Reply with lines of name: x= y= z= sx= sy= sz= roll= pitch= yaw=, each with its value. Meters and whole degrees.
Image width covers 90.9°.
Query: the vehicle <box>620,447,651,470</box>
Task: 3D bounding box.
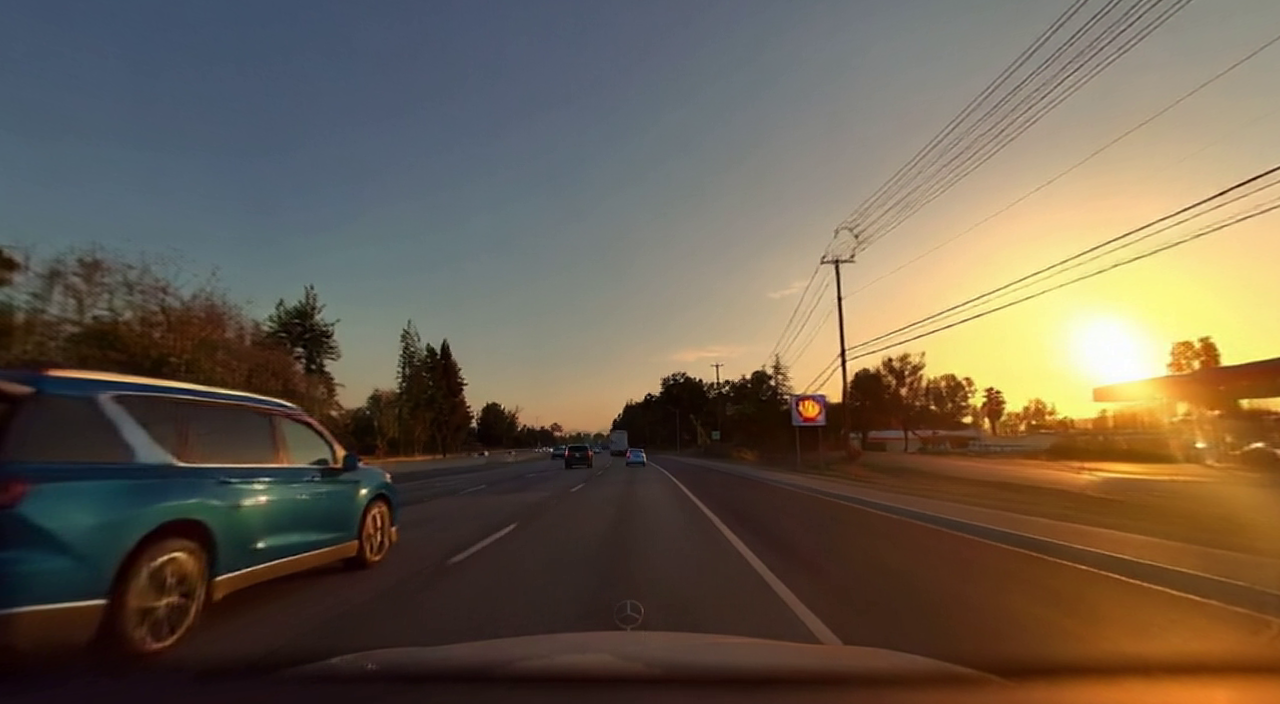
vehicle: x=-0.350 y=7.436 z=44.412 sx=1.982 sy=1.524 sz=3.800 roll=1 pitch=-8 yaw=-3

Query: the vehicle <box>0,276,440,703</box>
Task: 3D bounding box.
vehicle: x=-3.966 y=1.050 z=4.792 sx=2.694 sy=2.081 sz=6.099 roll=0 pitch=-8 yaw=2

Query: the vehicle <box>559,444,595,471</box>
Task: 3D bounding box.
vehicle: x=-4.666 y=7.864 z=47.167 sx=2.273 sy=1.884 sz=4.515 roll=0 pitch=-8 yaw=0
